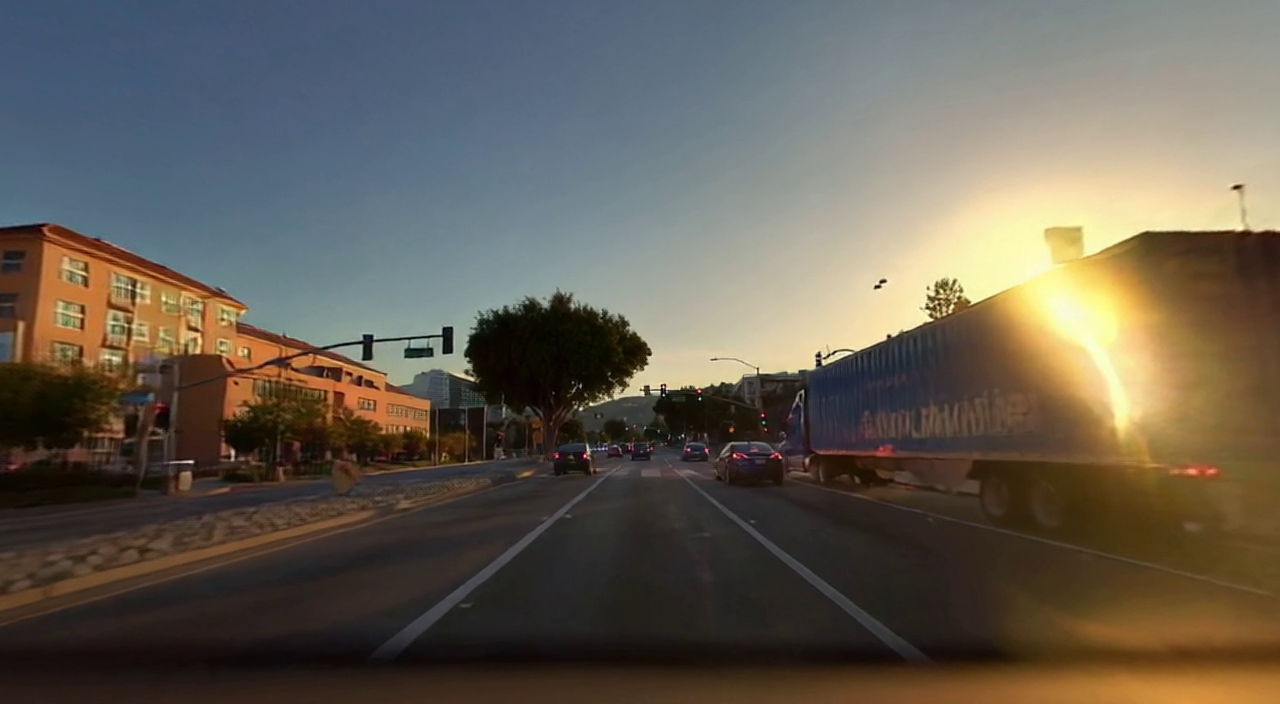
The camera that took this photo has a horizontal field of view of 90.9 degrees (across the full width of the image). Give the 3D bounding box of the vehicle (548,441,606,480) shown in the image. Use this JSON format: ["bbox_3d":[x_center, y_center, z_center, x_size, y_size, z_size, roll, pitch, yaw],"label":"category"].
[{"bbox_3d":[-2.664,4.695,27.565,2.003,1.509,4.396,0,-8,1],"label":"vehicle"}]

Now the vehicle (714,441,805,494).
[{"bbox_3d":[3.612,3.559,19.878,1.972,1.452,4.189,0,-8,-1],"label":"vehicle"}]

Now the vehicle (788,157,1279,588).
[{"bbox_3d":[7.266,1.387,14.844,3.383,4.268,17.469,0,-9,0],"label":"vehicle"}]

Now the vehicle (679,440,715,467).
[{"bbox_3d":[3.779,6.799,42.385,2.050,1.683,3.990,0,-8,0],"label":"vehicle"}]

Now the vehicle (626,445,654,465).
[{"bbox_3d":[0.015,7.868,48.440,2.020,1.461,4.326,0,-8,0],"label":"vehicle"}]
